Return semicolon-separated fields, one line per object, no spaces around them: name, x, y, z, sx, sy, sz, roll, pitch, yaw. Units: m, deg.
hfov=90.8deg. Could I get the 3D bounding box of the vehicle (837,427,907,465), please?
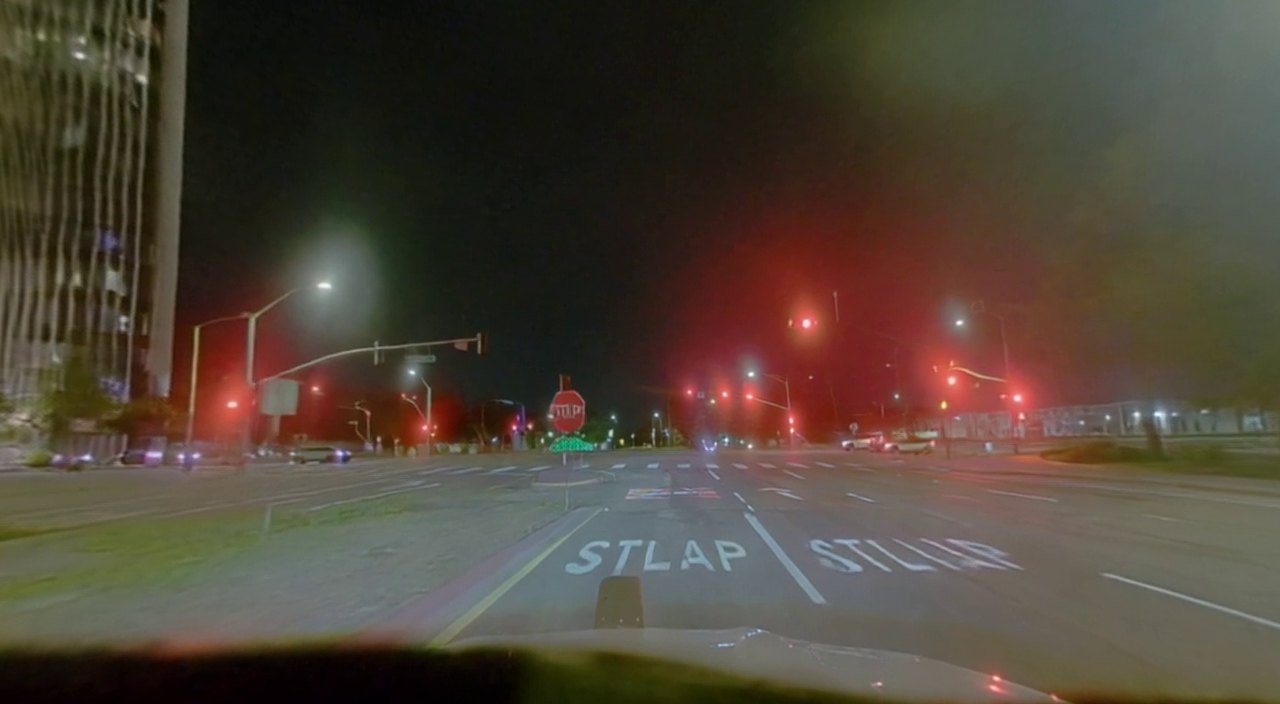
vehicle;12.256;5.034;33.712;2.156;1.881;4.743;-1;-9;3
